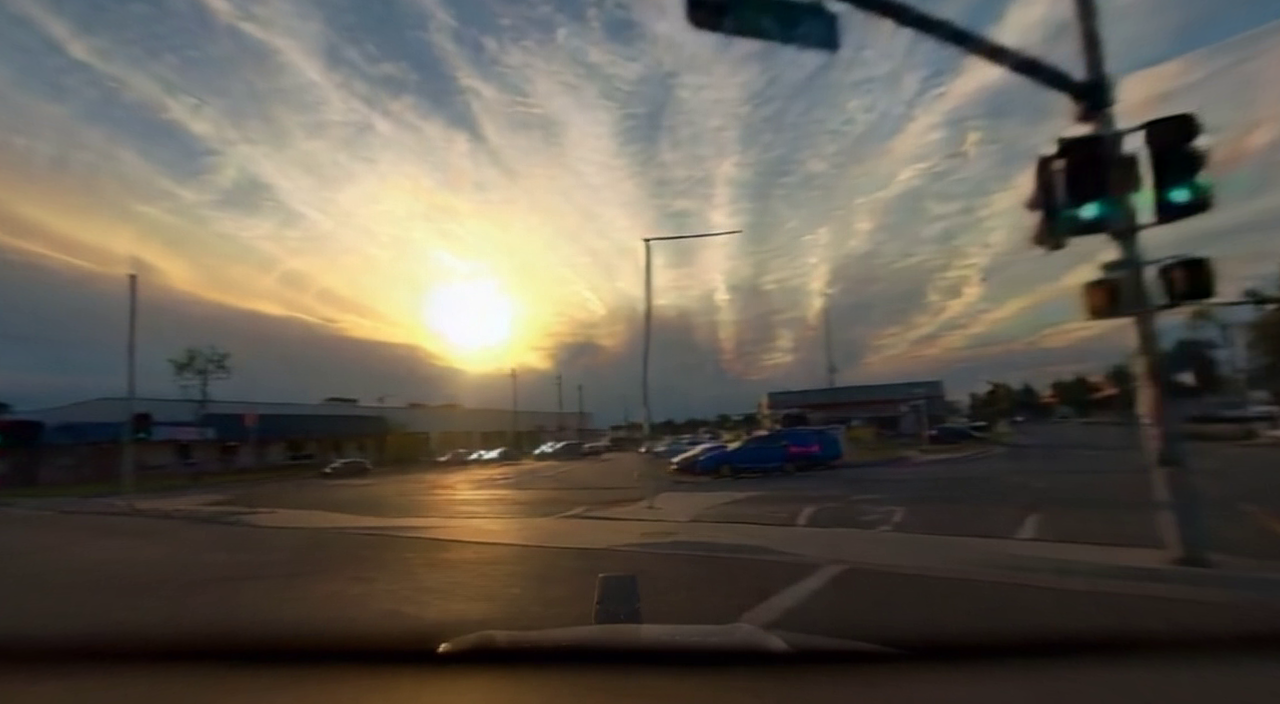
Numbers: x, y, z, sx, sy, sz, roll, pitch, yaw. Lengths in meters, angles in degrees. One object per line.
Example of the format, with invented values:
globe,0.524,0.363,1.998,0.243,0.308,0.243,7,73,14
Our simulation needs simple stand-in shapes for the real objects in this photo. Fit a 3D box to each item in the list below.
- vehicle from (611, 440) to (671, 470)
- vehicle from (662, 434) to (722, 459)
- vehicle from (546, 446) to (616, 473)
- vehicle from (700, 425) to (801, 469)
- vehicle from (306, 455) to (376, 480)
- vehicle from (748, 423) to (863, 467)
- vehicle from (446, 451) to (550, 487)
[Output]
vehicle,0.116,7.134,44.060,1.867,1.433,4.377,6,0,36
vehicle,3.541,6.385,42.496,1.992,1.533,4.178,-7,-13,39
vehicle,-3.529,6.503,38.593,1.997,1.459,4.199,-6,-10,36
vehicle,4.026,3.591,23.533,1.893,1.489,3.430,6,-12,-29
vehicle,-20.151,7.719,42.491,4.936,1.481,2.046,-6,-10,35
vehicle,6.995,3.960,27.065,2.068,1.569,4.286,0,-6,-37
vehicle,-6.447,5.330,29.158,2.085,1.398,4.355,-6,-10,36
